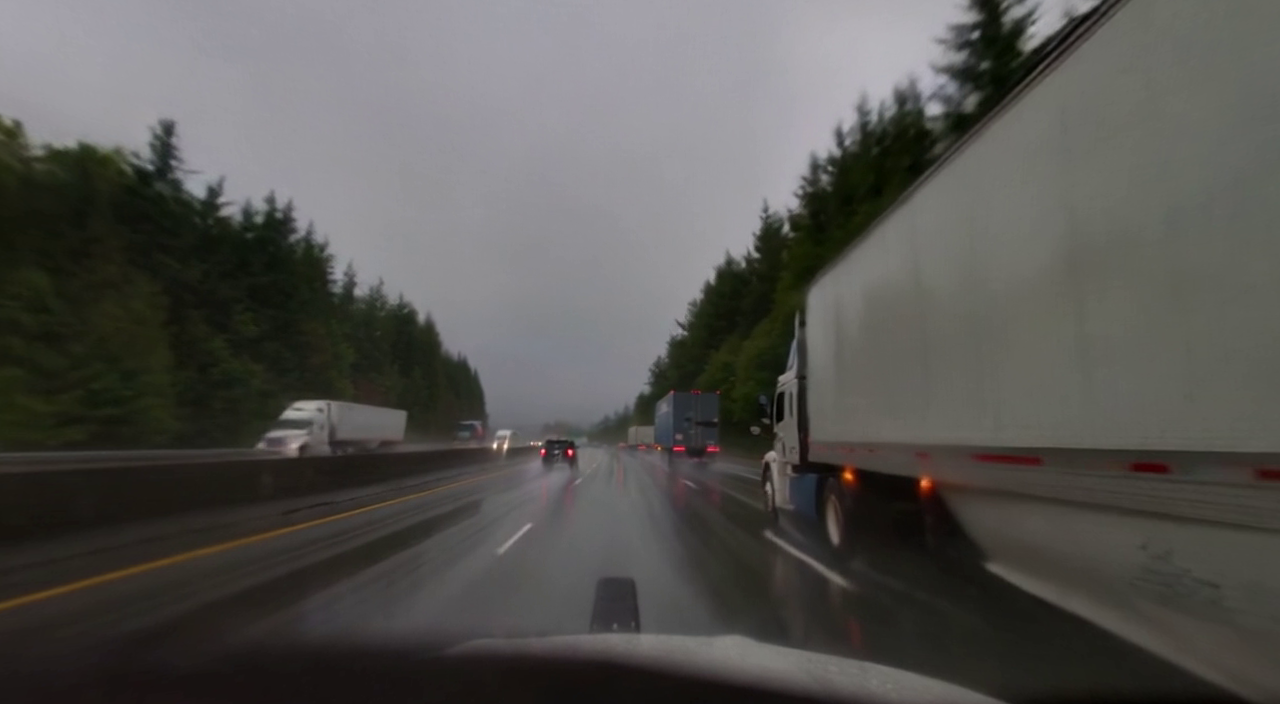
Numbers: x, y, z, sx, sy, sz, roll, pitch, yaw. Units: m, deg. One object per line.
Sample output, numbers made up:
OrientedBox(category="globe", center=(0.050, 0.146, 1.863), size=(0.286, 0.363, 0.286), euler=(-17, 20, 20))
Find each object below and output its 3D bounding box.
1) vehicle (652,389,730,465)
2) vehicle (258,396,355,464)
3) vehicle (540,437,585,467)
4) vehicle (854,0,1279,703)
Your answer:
OrientedBox(category="vehicle", center=(2.814, 4.940, 40.180), size=(3.116, 3.992, 13.748), euler=(0, -8, -3))
OrientedBox(category="vehicle", center=(-21.197, 5.049, 40.434), size=(3.076, 3.983, 5.823), euler=(0, -8, -3))
OrientedBox(category="vehicle", center=(-4.432, 5.769, 36.559), size=(2.206, 1.644, 4.027), euler=(0, -8, -1))
OrientedBox(category="vehicle", center=(3.933, -0.080, 3.784), size=(3.110, 3.921, 5.793), euler=(0, -8, 0))
